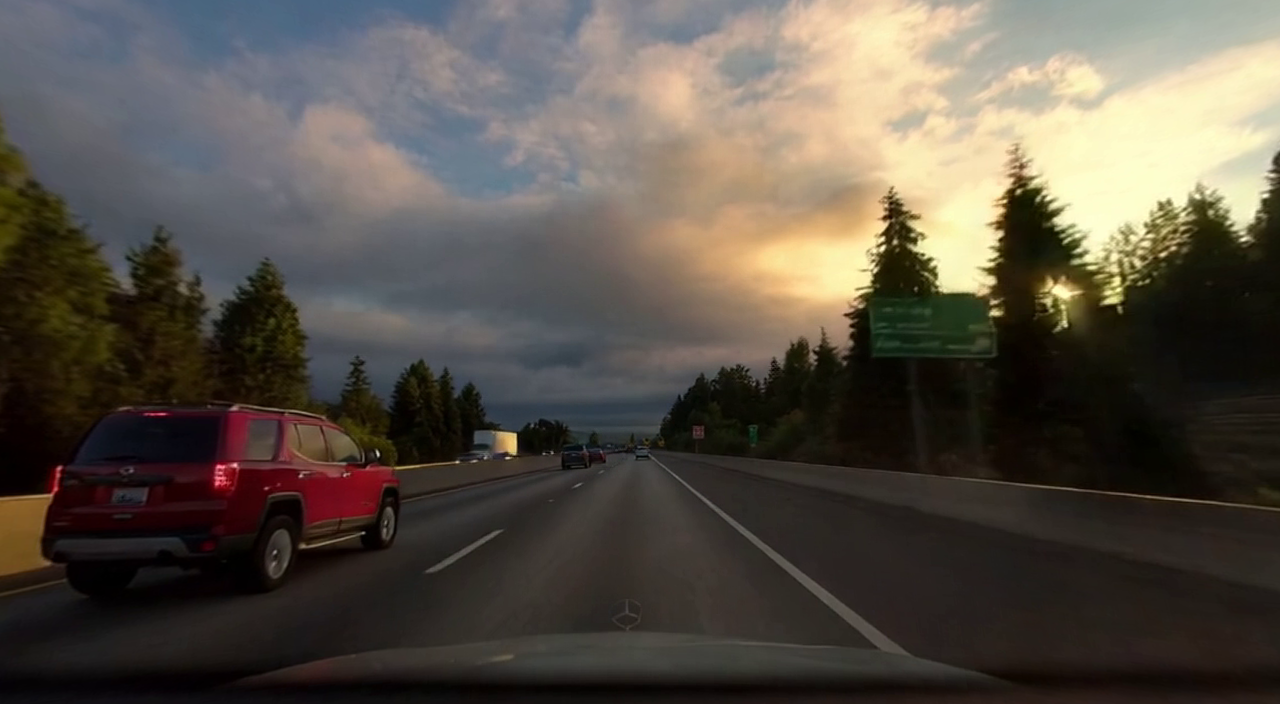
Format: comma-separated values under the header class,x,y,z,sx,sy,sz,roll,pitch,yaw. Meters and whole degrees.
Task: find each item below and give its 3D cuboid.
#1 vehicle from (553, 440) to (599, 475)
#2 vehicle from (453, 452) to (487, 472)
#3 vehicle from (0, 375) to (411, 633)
class,x,y,z,sx,sy,sz,roll,pitch,yaw
vehicle,-3.526,5.963,35.715,2.056,1.811,4.202,-1,-9,2
vehicle,-12.809,8.301,47.640,1.629,1.422,3.602,0,-9,-1
vehicle,-4.582,1.504,7.187,2.102,1.941,4.703,0,-9,1
